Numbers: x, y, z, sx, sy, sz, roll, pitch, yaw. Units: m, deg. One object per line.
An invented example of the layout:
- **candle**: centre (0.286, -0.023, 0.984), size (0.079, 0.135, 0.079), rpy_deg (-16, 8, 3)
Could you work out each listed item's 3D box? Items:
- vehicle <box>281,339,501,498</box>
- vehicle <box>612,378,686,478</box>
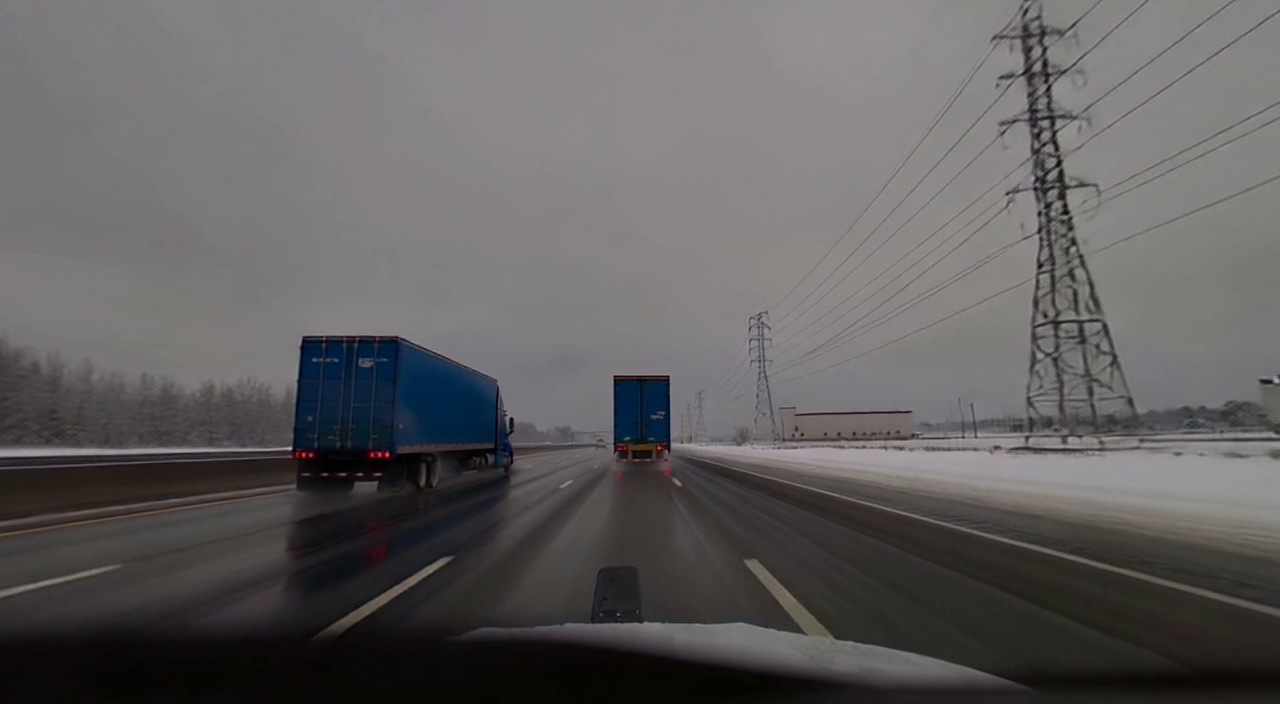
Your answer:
- **vehicle**: centre (-7.495, 2.455, 21.567), size (2.937, 3.981, 11.119), rpy_deg (-1, -8, 0)
- **vehicle**: centre (0.301, 3.703, 29.794), size (2.858, 3.847, 10.034), rpy_deg (0, -8, -1)
